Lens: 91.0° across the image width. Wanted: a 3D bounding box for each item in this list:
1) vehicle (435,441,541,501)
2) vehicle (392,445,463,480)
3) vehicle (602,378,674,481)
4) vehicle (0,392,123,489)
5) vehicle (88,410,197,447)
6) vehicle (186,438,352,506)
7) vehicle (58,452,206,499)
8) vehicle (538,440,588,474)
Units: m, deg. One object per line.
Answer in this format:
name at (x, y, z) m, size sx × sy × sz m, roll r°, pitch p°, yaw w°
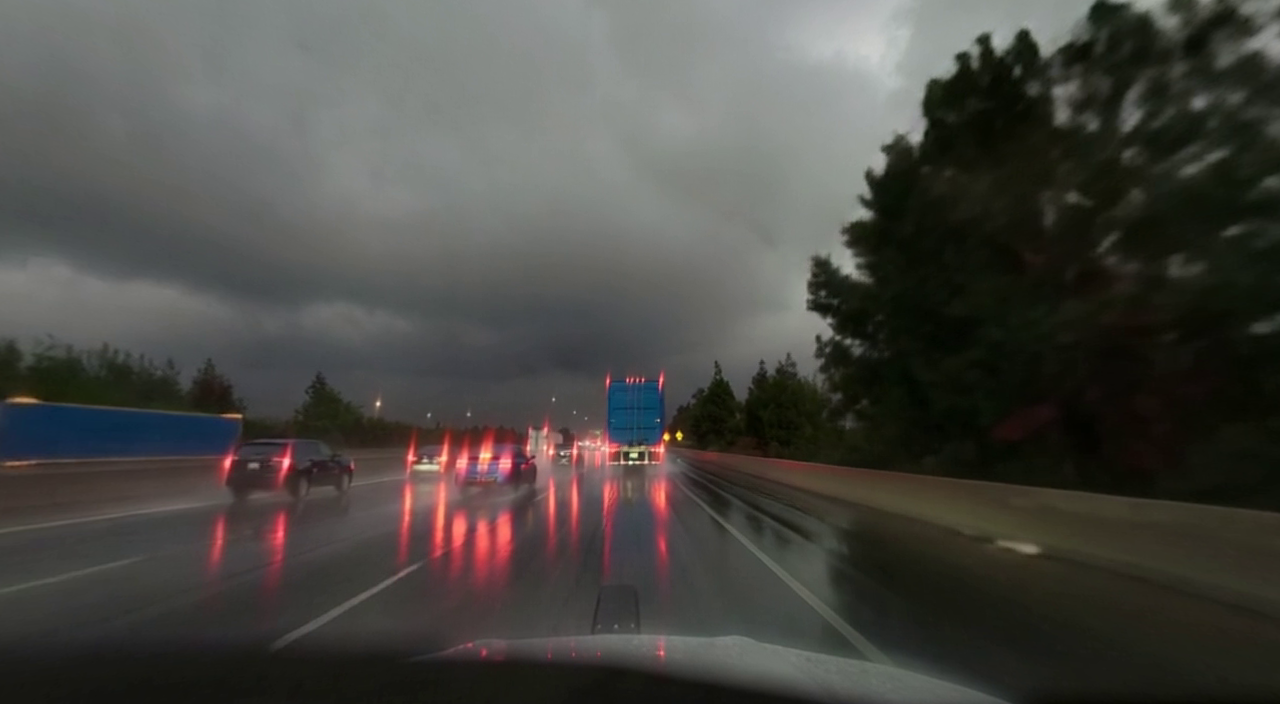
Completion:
vehicle at (-4.384, 3.465, 18.831) m, size 2.164 × 1.582 × 3.979 m, roll 0°, pitch -8°, yaw 0°
vehicle at (-9.804, 5.090, 29.402) m, size 1.863 × 1.474 × 4.278 m, roll 0°, pitch -8°, yaw 0°
vehicle at (-0.314, 3.884, 30.869) m, size 2.913 × 4.113 × 10.724 m, roll 0°, pitch -8°, yaw -2°
vehicle at (-25.373, 3.396, 24.074) m, size 2.852 × 3.598 × 9.886 m, roll 0°, pitch -8°, yaw -1°
vehicle at (-25.327, 3.953, 32.307) m, size 1.986 × 1.617 × 4.546 m, roll -3°, pitch -8°, yaw -1°
vehicle at (-9.784, 3.161, 17.073) m, size 1.952 × 1.590 × 4.090 m, roll -1°, pitch -8°, yaw 1°
vehicle at (-18.043, 4.358, 22.673) m, size 1.701 × 1.431 × 4.405 m, roll 0°, pitch -8°, yaw -1°
vehicle at (-4.071, 5.594, 33.931) m, size 2.158 × 1.680 × 4.087 m, roll -1°, pitch -8°, yaw 1°
